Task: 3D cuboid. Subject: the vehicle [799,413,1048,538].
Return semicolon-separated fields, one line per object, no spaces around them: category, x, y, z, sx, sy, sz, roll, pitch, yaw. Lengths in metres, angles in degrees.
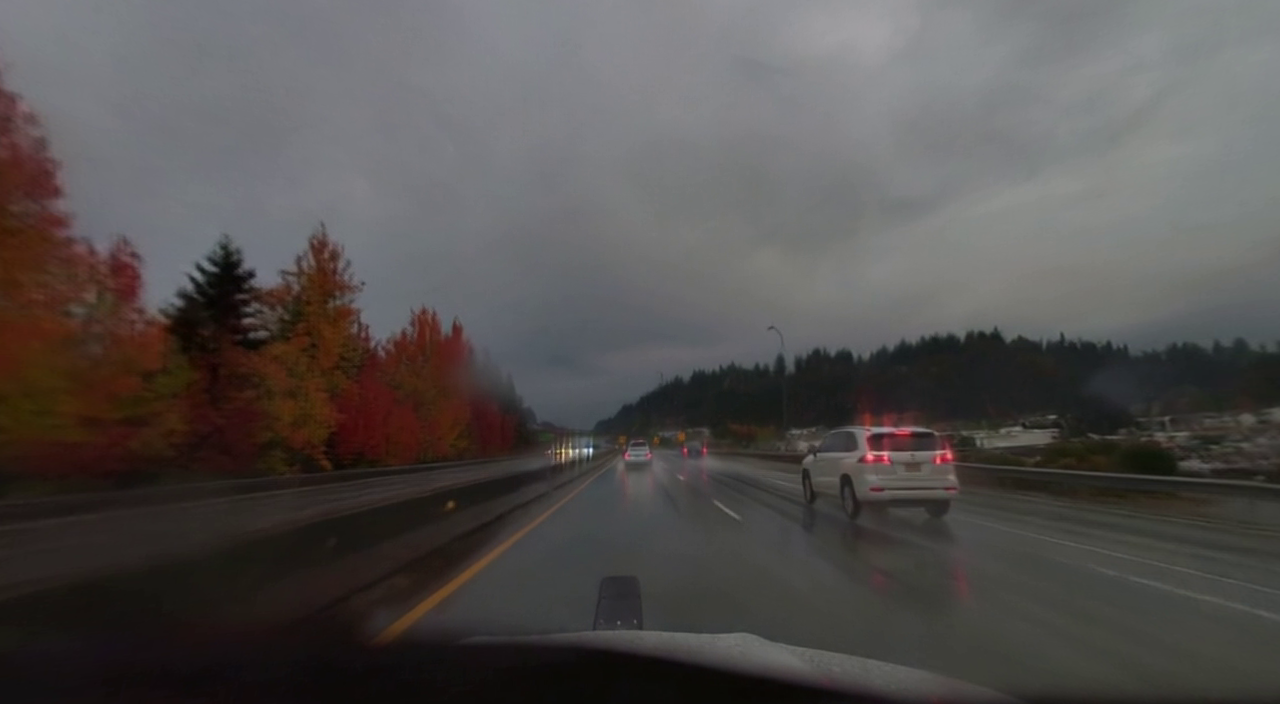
vehicle;4.535;2.070;11.017;2.250;1.718;4.358;0;-9;-1

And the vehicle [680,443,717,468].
vehicle;3.767;6.751;40.974;1.959;1.528;4.207;0;-9;-1

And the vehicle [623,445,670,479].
vehicle;0.236;5.027;28.885;2.037;1.418;3.793;0;-9;-1
